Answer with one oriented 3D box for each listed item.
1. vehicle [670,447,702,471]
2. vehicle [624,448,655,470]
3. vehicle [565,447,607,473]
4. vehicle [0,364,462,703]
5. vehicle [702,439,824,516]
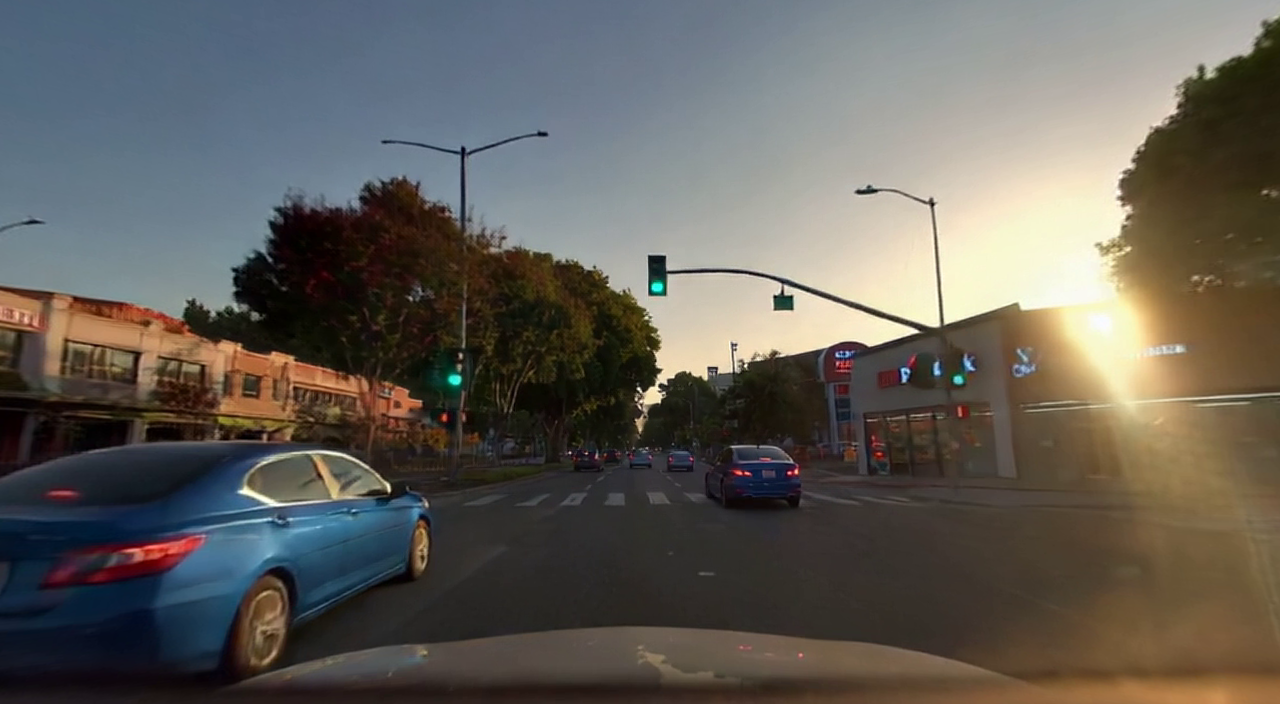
[{"bbox_3d":[3.265,7.650,45.190,1.931,1.552,4.125,0,-8,0],"label":"vehicle"},{"bbox_3d":[-0.078,7.614,45.096,2.070,1.460,4.118,0,-8,-1],"label":"vehicle"},{"bbox_3d":[-3.192,6.496,38.142,2.040,1.471,4.211,-1,-8,2],"label":"vehicle"},{"bbox_3d":[-3.013,1.222,4.411,2.032,1.639,5.037,-1,-8,1],"label":"vehicle"},{"bbox_3d":[2.697,2.847,14.878,1.946,1.513,4.133,0,-8,-1],"label":"vehicle"}]
